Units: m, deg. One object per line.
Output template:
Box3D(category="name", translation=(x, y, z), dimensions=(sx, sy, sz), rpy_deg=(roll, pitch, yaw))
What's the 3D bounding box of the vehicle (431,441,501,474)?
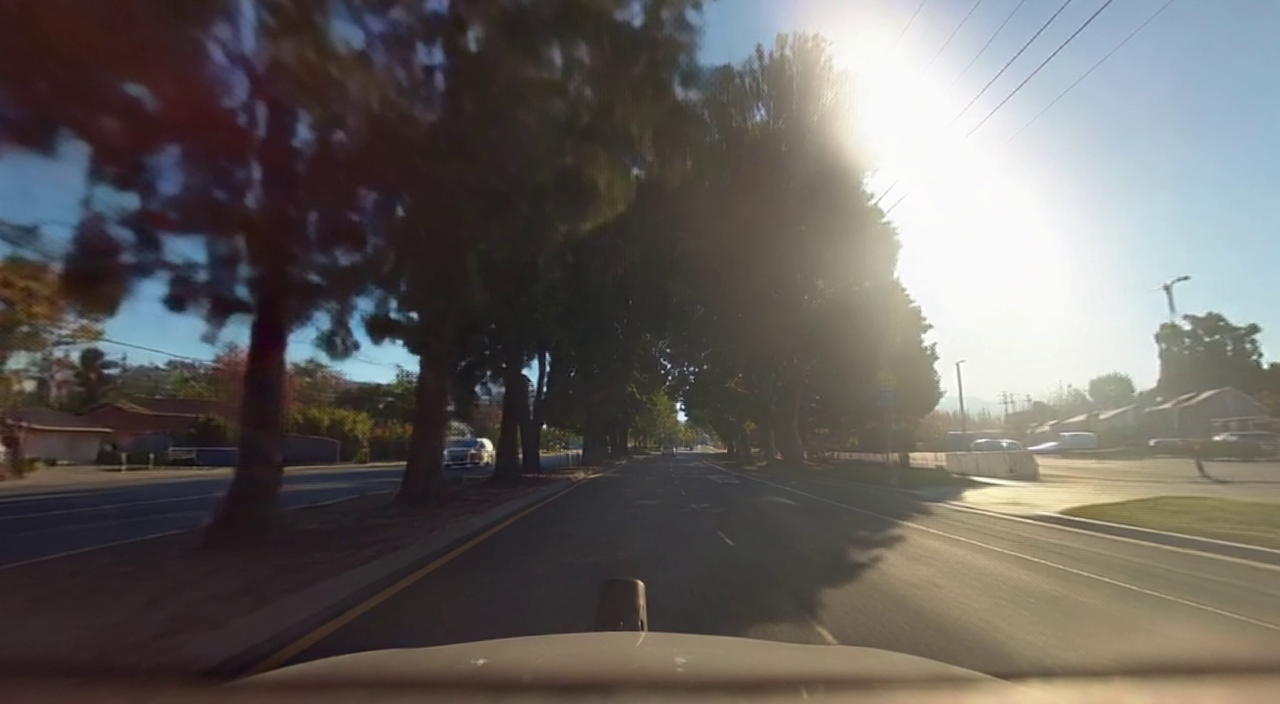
Box3D(category="vehicle", translation=(-9.341, 5.687, 34.297), dimensions=(2.181, 1.635, 4.542), rpy_deg=(-1, -8, 4))
